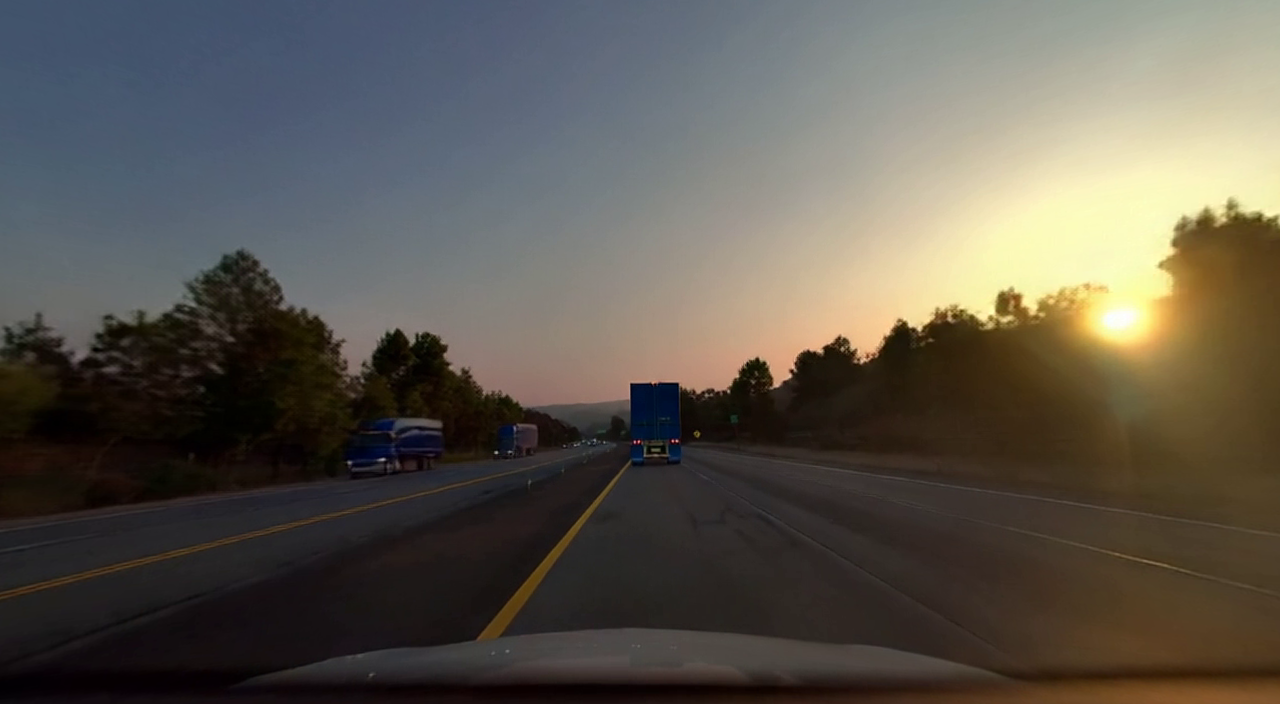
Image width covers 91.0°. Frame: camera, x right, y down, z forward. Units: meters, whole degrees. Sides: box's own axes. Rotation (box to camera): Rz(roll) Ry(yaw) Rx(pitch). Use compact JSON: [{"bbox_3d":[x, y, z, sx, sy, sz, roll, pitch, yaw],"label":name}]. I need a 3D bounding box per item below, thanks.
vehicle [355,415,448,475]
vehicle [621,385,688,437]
[{"bbox_3d":[-14.853,5.874,39.917,2.777,3.361,7.671,0,-8,1],"label":"vehicle"},{"bbox_3d":[0.539,2.533,26.059,2.509,1.890,4.732,0,-8,0],"label":"vehicle"}]
